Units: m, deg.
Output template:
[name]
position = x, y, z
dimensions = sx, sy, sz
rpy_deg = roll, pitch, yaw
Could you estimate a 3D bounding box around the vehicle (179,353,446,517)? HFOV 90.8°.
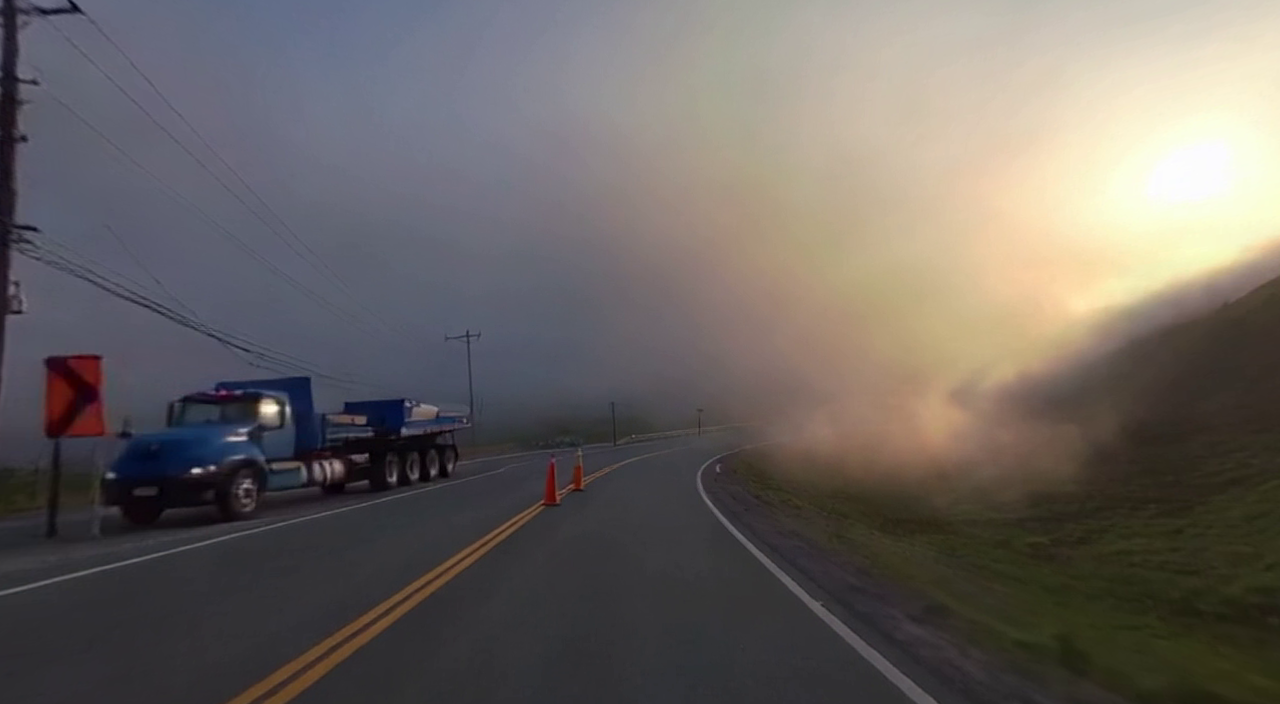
[vehicle]
position = -7.885, 2.149, 16.596
dimensions = 3.031, 3.185, 7.053
rpy_deg = -4, -7, 2
